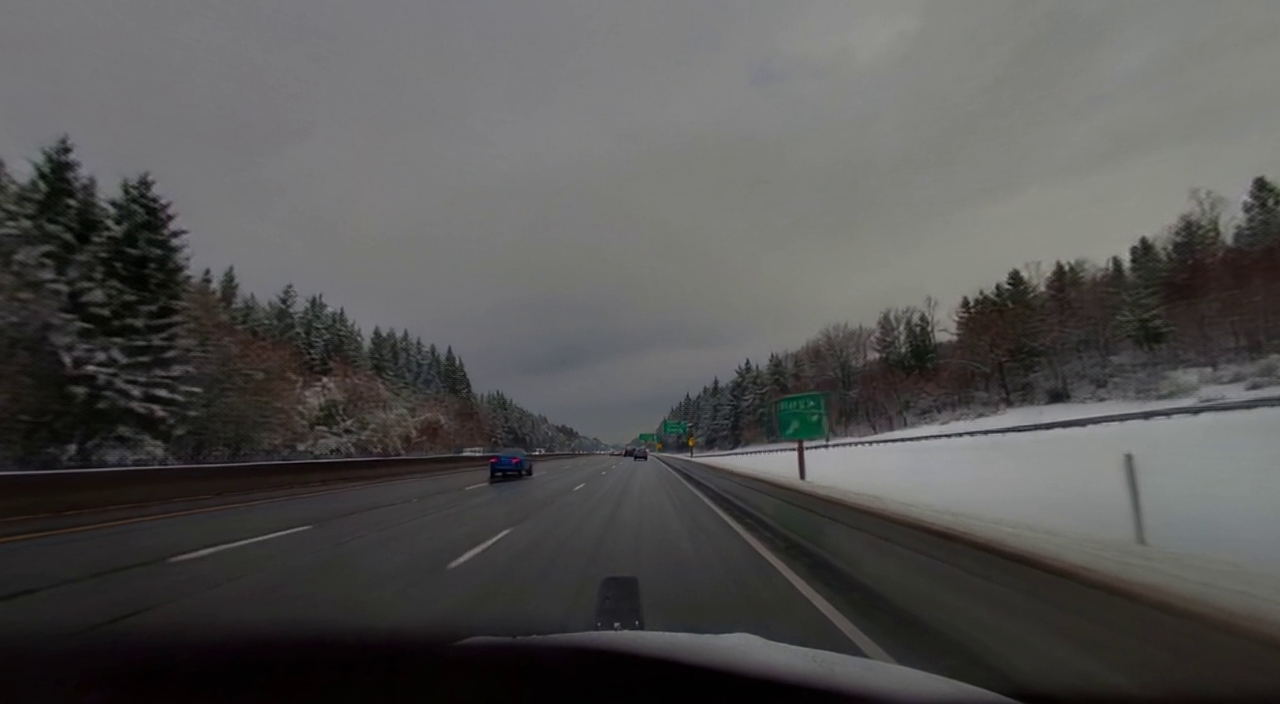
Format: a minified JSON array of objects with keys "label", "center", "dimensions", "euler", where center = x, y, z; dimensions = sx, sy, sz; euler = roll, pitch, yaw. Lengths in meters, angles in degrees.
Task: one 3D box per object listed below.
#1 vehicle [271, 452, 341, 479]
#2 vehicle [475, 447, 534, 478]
[{"label":"vehicle","center":[-21.429,7.290,40.647],"dimensions":[1.968,1.540,4.471],"euler":[0,-9,1]},{"label":"vehicle","center":[-7.325,5.991,34.557],"dimensions":[2.094,1.579,4.655],"euler":[0,-9,1]}]
